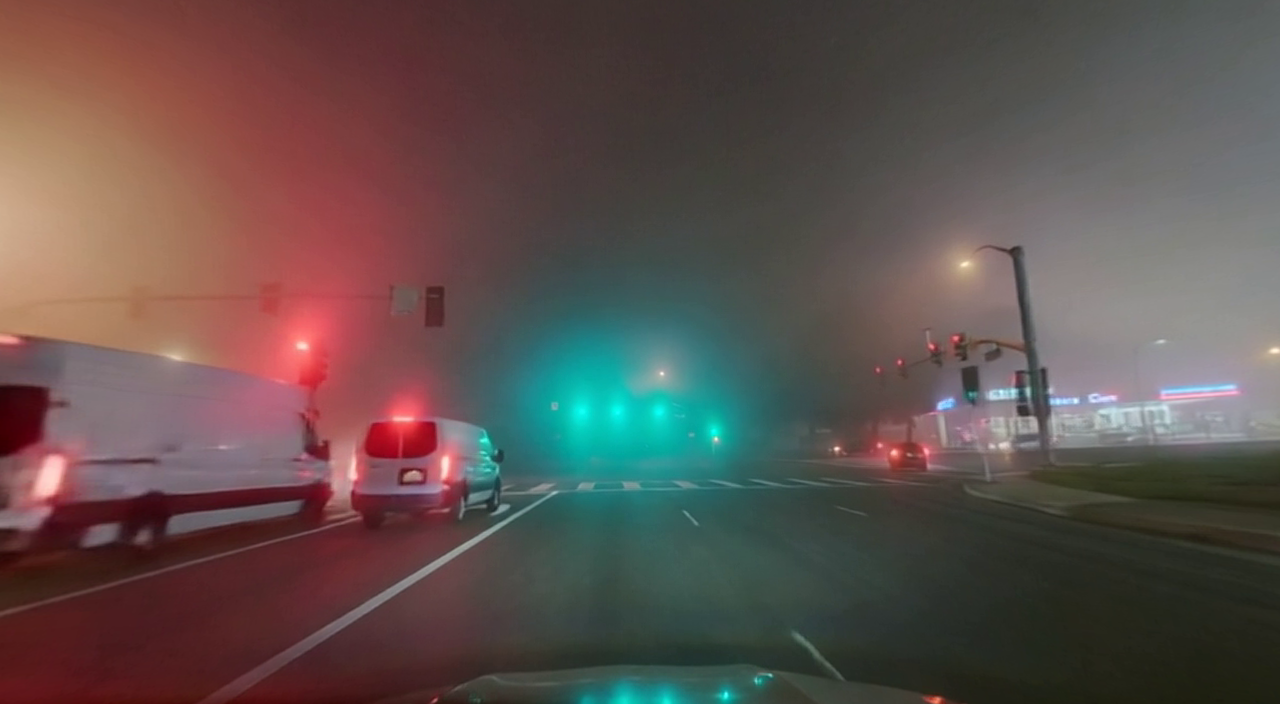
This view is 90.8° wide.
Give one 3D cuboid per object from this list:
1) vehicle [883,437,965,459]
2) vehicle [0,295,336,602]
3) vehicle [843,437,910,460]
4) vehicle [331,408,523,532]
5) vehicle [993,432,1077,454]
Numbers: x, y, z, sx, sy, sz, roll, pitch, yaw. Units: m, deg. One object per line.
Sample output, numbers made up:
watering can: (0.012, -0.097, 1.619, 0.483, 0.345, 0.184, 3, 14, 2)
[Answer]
vehicle: (19.346, 6.560, 43.141, 4.615, 1.474, 2.004, 0, -9, -1)
vehicle: (-6.593, 1.228, 8.335, 2.405, 2.696, 5.561, 0, -9, -1)
vehicle: (18.454, 7.536, 49.447, 4.364, 1.737, 1.967, 0, -9, -1)
vehicle: (-3.955, 2.322, 12.971, 2.206, 2.007, 5.190, 0, -9, -1)
vehicle: (28.581, 6.636, 45.784, 4.768, 1.525, 1.919, 0, -9, -1)
